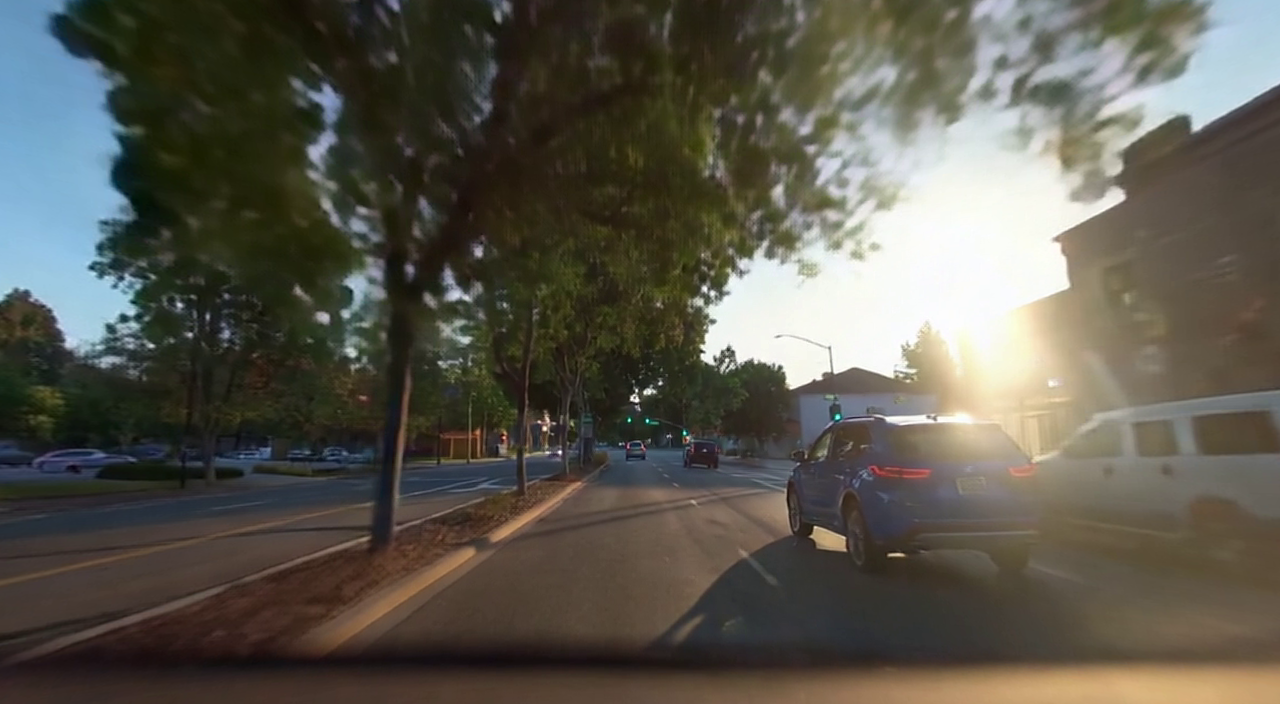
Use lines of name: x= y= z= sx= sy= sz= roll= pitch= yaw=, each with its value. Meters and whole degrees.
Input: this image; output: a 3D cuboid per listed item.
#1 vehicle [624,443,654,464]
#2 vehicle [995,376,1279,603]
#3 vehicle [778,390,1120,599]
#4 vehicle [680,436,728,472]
vehicle: x=-0.056 y=7.473 z=46.442 sx=2.131 sy=1.474 sz=4.146 roll=0 pitch=-8 yaw=0
vehicle: x=7.263 y=1.595 z=7.835 sx=2.342 sy=2.150 sz=5.502 roll=1 pitch=-8 yaw=-1
vehicle: x=3.268 y=1.604 z=7.916 sx=2.033 sy=1.865 sz=4.360 roll=0 pitch=-8 yaw=0
vehicle: x=3.421 y=5.581 z=34.671 sx=2.085 sy=1.828 sz=5.383 roll=0 pitch=-8 yaw=0
